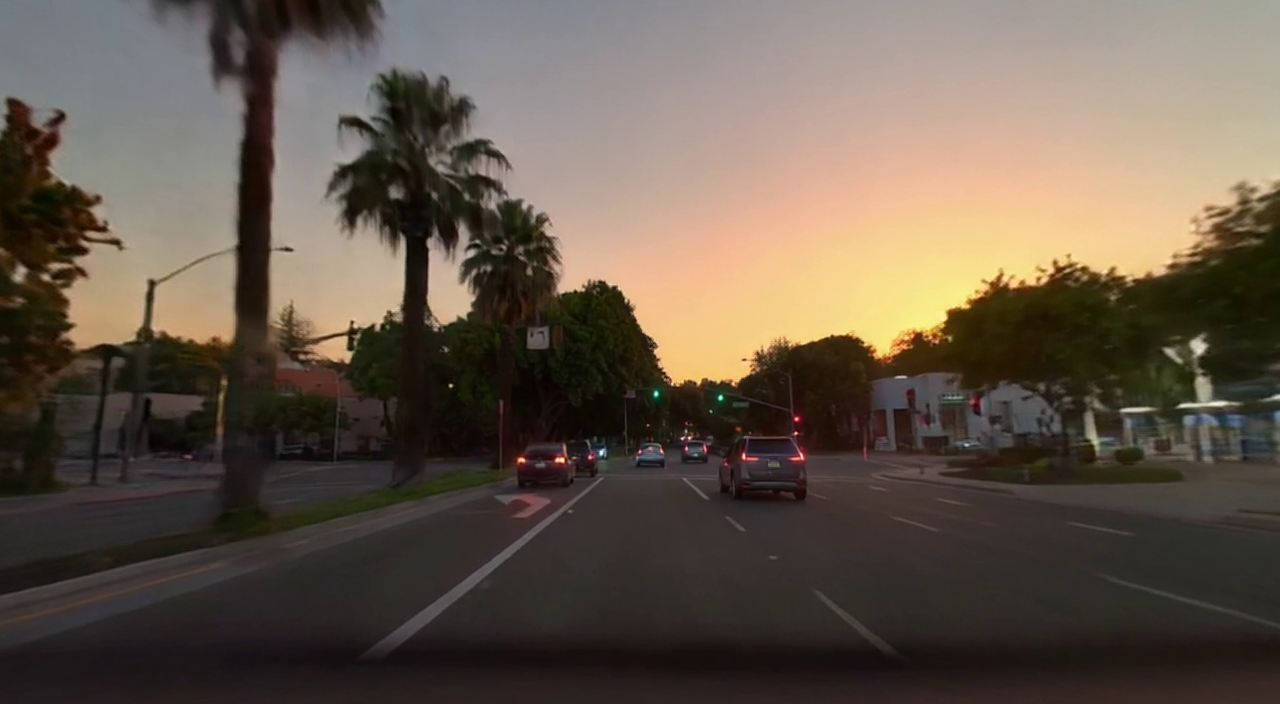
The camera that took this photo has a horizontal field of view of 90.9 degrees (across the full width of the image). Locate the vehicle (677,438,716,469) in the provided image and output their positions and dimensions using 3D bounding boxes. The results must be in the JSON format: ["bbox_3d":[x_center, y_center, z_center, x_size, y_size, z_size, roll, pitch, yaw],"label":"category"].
[{"bbox_3d":[3.764,6.879,42.796,2.154,1.975,4.634,0,-8,0],"label":"vehicle"}]

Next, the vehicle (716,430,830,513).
[{"bbox_3d":[3.076,2.835,15.427,1.872,1.752,3.896,0,-8,-1],"label":"vehicle"}]

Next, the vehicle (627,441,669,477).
[{"bbox_3d":[0.398,5.353,31.815,1.991,1.664,3.814,0,-8,0],"label":"vehicle"}]

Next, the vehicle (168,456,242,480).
[{"bbox_3d":[-31.269,8.323,45.369,3.811,1.628,1.920,0,-8,2],"label":"vehicle"}]

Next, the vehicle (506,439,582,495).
[{"bbox_3d":[-3.023,3.697,20.713,1.788,1.600,4.298,0,-8,1],"label":"vehicle"}]
